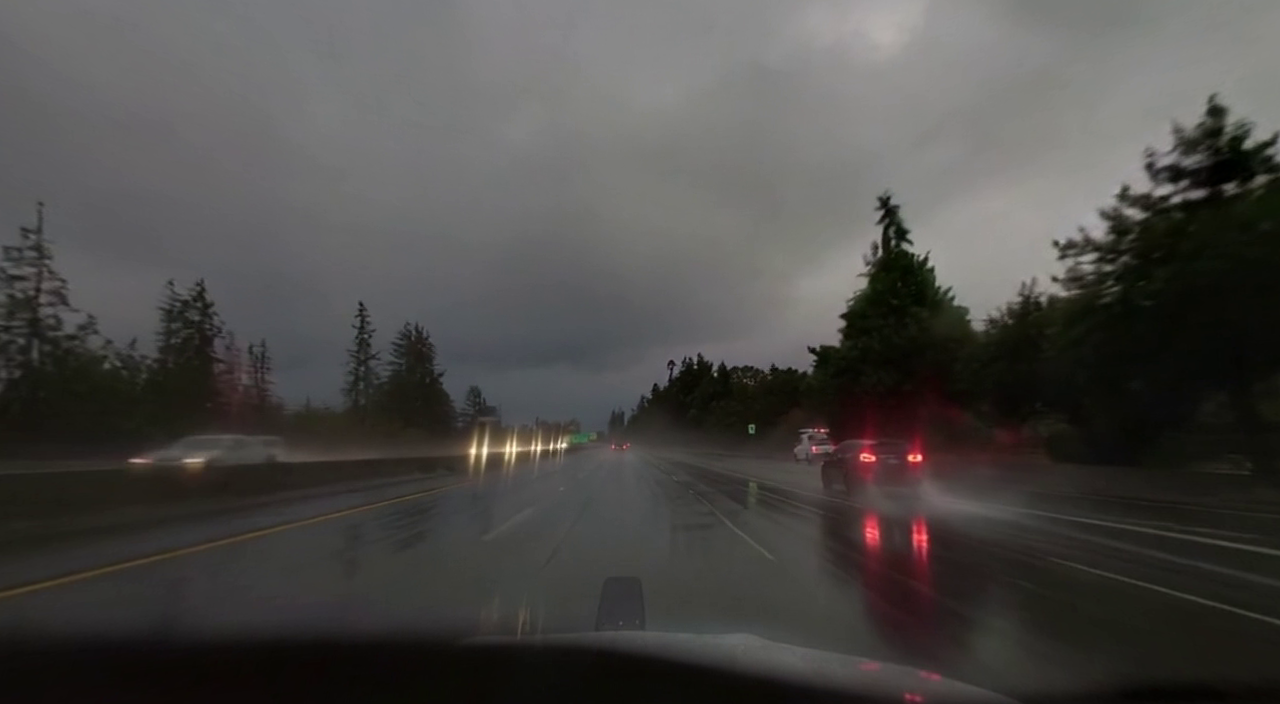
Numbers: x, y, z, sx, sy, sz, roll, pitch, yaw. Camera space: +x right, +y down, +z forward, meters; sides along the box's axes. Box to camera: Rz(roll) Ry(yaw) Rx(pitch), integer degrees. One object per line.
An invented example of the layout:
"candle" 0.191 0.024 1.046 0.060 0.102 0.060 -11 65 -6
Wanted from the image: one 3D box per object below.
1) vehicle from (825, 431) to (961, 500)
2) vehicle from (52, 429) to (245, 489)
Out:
"vehicle" 6.875 3.123 17.740 2.081 1.705 3.926 0 -9 -2
"vehicle" -14.319 3.159 18.863 2.089 1.559 4.558 0 -9 0
